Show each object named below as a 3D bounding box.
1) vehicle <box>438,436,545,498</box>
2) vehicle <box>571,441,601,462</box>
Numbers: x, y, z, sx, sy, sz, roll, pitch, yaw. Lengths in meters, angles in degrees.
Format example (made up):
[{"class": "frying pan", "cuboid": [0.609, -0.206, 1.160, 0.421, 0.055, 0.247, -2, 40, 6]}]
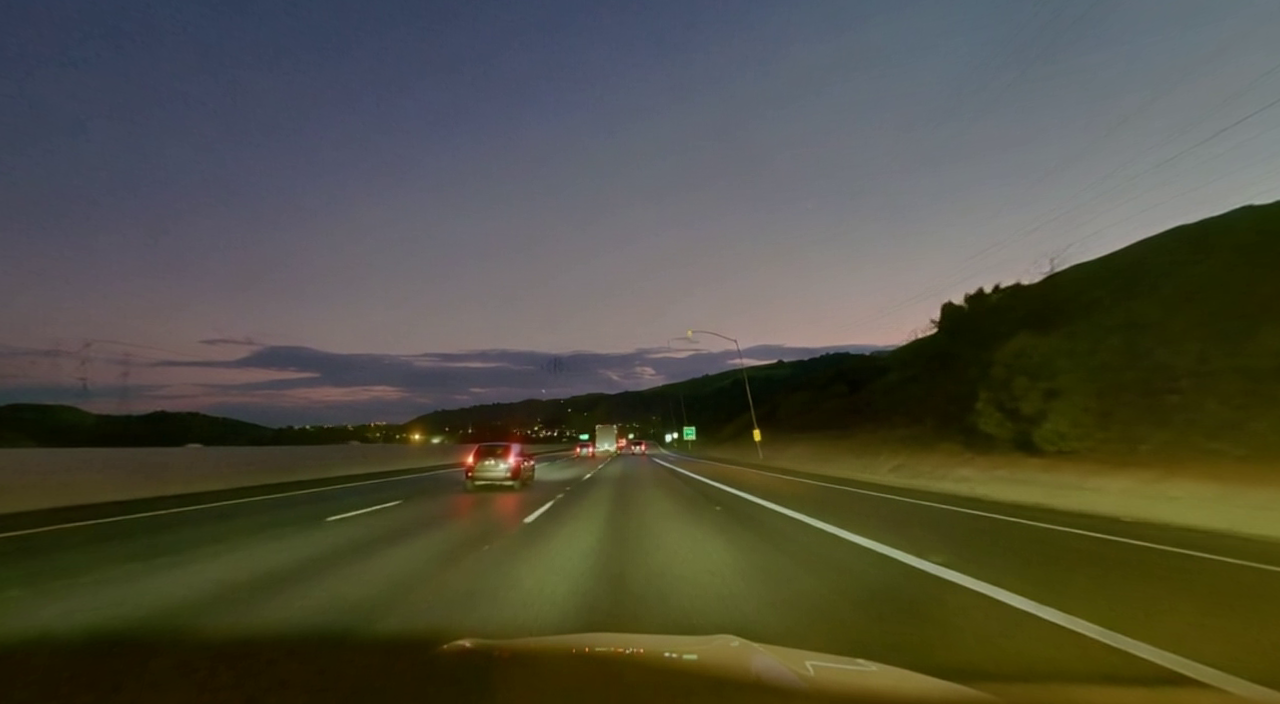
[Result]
[{"class": "vehicle", "cuboid": [-4.068, 3.222, 18.157, 1.963, 1.533, 4.477, 0, -9, 0]}, {"class": "vehicle", "cuboid": [-4.192, 7.788, 49.667, 2.038, 1.533, 4.103, 0, -9, -1]}]
